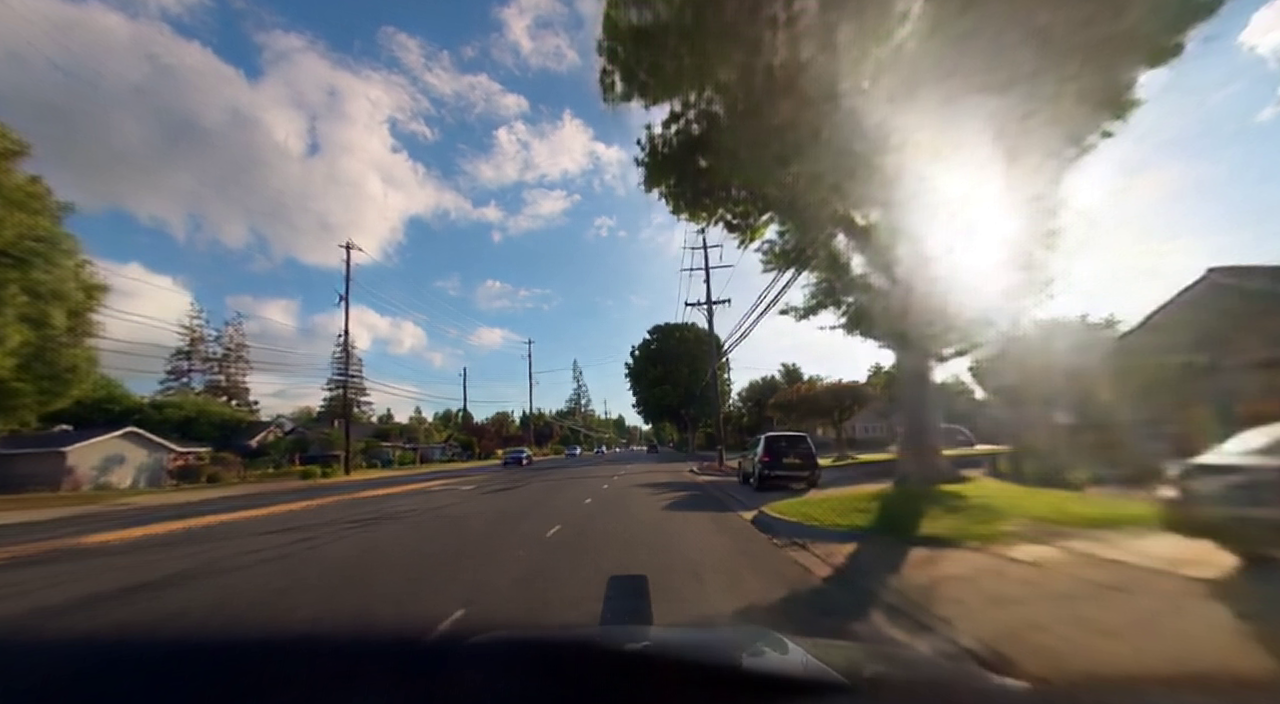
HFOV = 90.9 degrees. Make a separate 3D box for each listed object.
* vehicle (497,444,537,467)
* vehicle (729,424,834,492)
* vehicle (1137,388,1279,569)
[{"bbox_3d":[-8.568,7.218,44.241,1.915,1.539,4.106,0,-9,2],"label":"vehicle"},{"bbox_3d":[4.316,3.334,20.135,2.228,1.885,4.854,0,-8,0],"label":"vehicle"},{"bbox_3d":[7.929,1.176,5.997,4.719,1.556,1.869,0,-8,1],"label":"vehicle"}]
